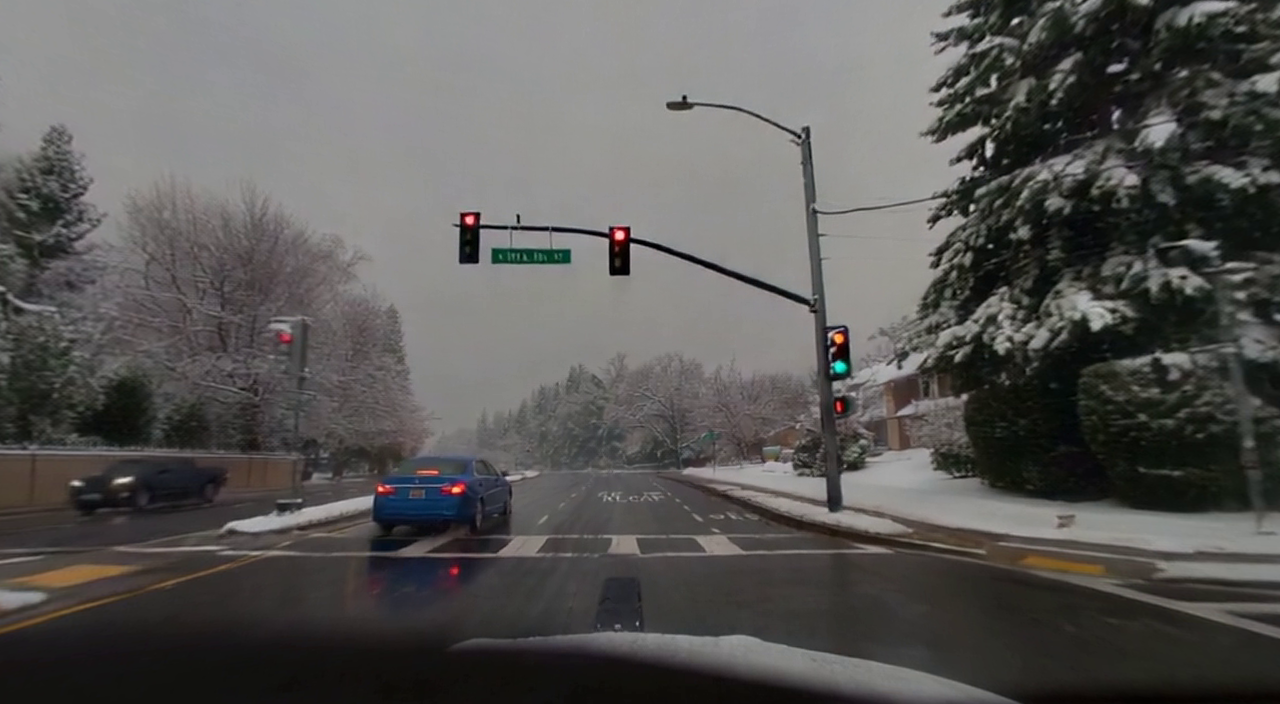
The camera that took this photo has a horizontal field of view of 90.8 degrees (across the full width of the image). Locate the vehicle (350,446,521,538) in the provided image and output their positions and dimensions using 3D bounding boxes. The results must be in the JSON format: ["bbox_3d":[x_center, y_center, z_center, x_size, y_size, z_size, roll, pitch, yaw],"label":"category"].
[{"bbox_3d":[-3.850,2.695,12.857,1.980,1.508,4.502,0,-9,0],"label":"vehicle"}]

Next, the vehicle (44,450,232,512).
[{"bbox_3d":[-17.542,4.488,22.613,2.228,1.879,5.638,0,-9,-2],"label":"vehicle"}]
